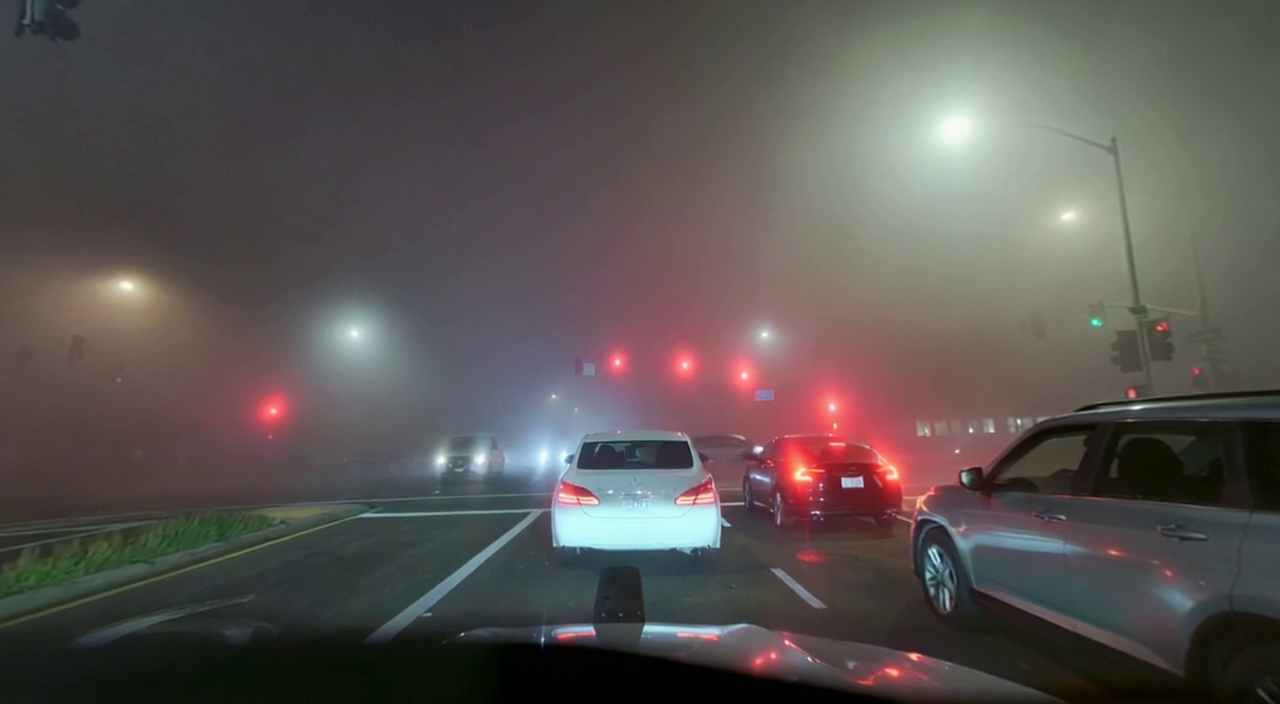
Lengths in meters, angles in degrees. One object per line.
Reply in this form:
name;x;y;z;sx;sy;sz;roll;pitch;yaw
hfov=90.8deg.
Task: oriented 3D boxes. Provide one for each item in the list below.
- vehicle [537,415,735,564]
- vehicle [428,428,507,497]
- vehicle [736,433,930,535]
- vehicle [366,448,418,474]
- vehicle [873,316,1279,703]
vehicle;-0.089;1.828;9.088;2.188;1.637;4.027;0;-9;-1
vehicle;-5.273;3.323;19.412;2.021;1.837;4.448;2;-9;-15
vehicle;3.163;2.257;11.465;2.001;1.463;4.398;0;-8;-2
vehicle;-18.775;8.244;48.125;2.026;1.836;4.726;0;-8;0
vehicle;3.007;0.904;2.972;2.103;1.701;4.294;0;-9;-1
